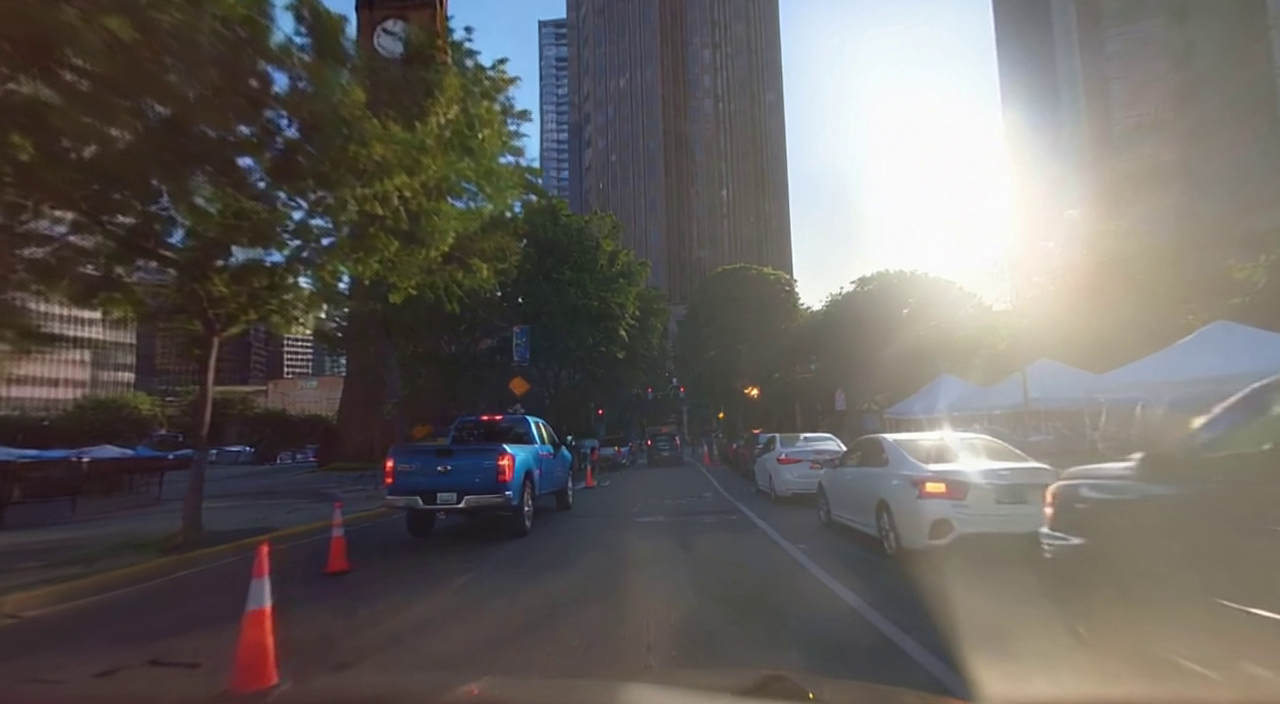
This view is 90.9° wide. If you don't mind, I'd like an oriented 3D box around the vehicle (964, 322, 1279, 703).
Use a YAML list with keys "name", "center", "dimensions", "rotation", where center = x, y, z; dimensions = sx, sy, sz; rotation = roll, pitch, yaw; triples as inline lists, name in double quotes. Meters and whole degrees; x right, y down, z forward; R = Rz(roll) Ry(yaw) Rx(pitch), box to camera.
- name: "vehicle"
  center: [3.198, 0.747, 2.124]
  dimensions: [1.923, 1.708, 4.239]
  rotation: [0, -9, 0]

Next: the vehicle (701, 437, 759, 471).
- name: "vehicle"
  center: [4.206, 4.835, 30.282]
  dimensions: [2.021, 1.506, 4.643]
  rotation: [0, -8, -1]

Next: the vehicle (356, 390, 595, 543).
- name: "vehicle"
  center: [-2.325, 1.904, 10.995]
  dimensions: [2.452, 1.954, 5.653]
  rotation: [0, -9, 2]

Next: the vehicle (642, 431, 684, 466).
- name: "vehicle"
  center: [1.245, 5.330, 34.875]
  dimensions: [2.183, 1.784, 4.317]
  rotation: [0, -9, 1]
